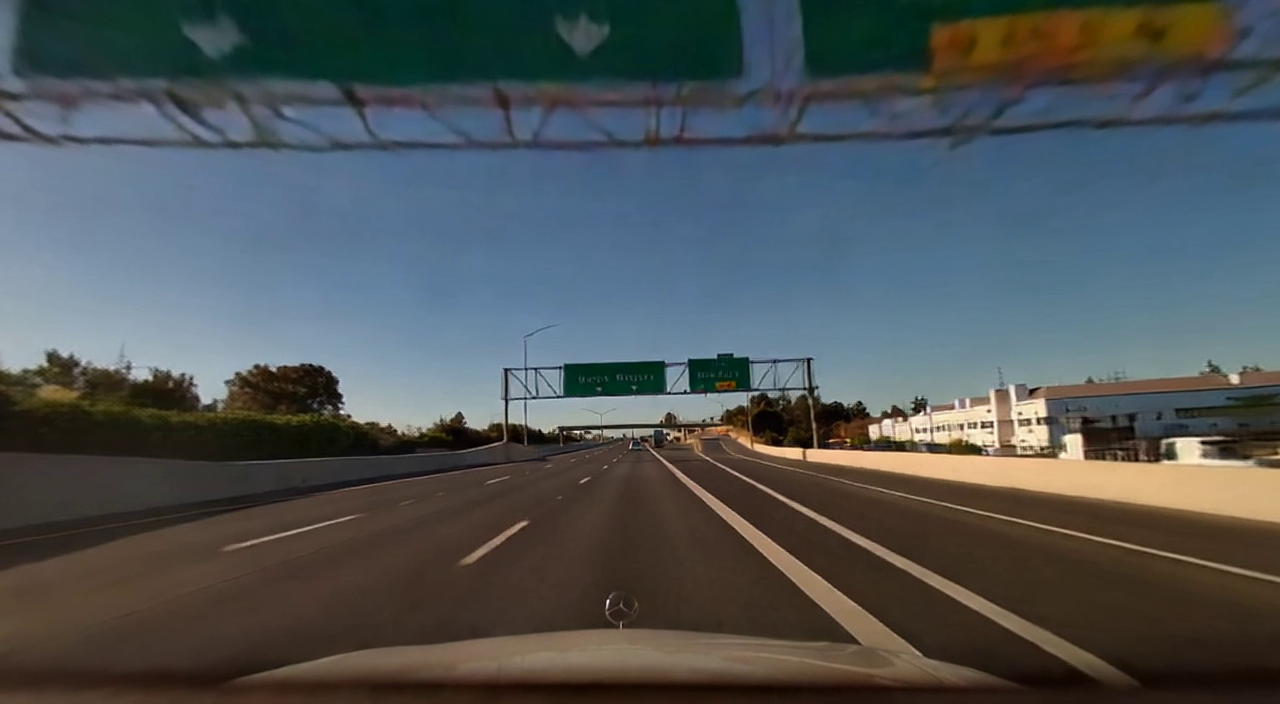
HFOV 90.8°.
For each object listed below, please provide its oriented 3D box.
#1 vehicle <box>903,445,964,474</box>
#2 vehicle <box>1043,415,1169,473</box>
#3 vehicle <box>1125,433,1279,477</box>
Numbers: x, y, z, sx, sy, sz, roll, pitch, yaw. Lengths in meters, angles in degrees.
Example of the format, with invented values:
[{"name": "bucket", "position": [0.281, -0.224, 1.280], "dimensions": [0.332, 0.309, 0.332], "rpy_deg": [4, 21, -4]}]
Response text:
[{"name": "vehicle", "position": [22.448, 8.214, 48.608], "dimensions": [2.013, 1.958, 5.318], "rpy_deg": [-1, -8, -1]}, {"name": "vehicle", "position": [32.271, 6.435, 44.236], "dimensions": [2.959, 3.700, 7.391], "rpy_deg": [1, -8, -1]}, {"name": "vehicle", "position": [32.373, 5.907, 36.732], "dimensions": [2.715, 2.214, 6.889], "rpy_deg": [-1, -8, -1]}]
